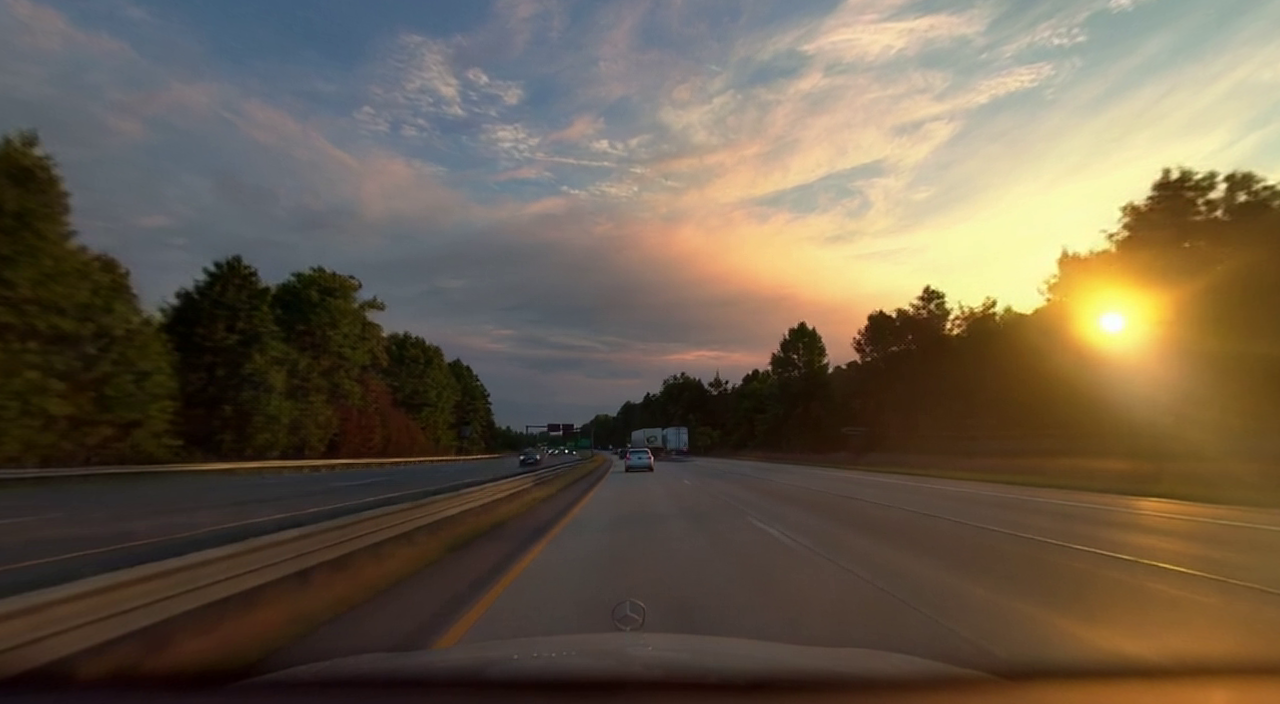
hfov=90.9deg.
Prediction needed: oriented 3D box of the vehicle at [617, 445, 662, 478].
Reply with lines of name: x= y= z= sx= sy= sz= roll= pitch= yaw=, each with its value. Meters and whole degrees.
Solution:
vehicle: x=-0.055 y=5.478 z=31.665 sx=2.069 sy=1.523 sz=4.012 roll=0 pitch=-9 yaw=-1
